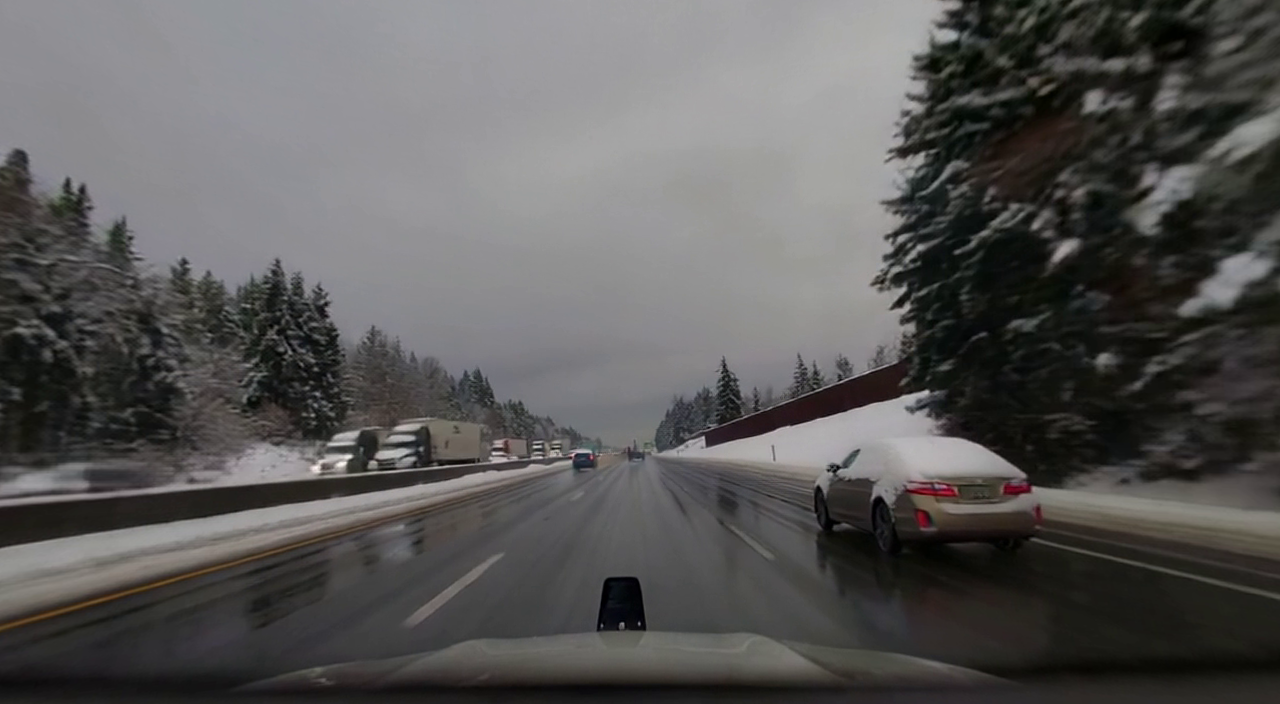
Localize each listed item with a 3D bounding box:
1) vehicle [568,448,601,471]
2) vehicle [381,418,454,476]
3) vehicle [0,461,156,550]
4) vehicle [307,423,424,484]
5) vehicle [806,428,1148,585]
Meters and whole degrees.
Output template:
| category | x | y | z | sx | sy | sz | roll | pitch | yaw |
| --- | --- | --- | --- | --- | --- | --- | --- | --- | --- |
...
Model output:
| category | x | y | z | sx | sy | sz | roll | pitch | yaw |
| --- | --- | --- | --- | --- | --- | --- | --- | --- | --- |
| vehicle | -3.811 | 7.447 | 43.794 | 1.978 | 1.539 | 3.924 | 0 | -9 | 0 |
| vehicle | -16.042 | 6.930 | 45.962 | 2.995 | 3.939 | 6.212 | 0 | -9 | -1 |
| vehicle | -12.563 | 3.092 | 13.209 | 1.783 | 1.511 | 3.874 | 0 | -9 | -1 |
| vehicle | -20.097 | 7.659 | 47.557 | 3.192 | 3.940 | 12.557 | 0 | -9 | 0 |
| vehicle | 3.879 | 1.851 | 8.402 | 2.053 | 1.504 | 4.386 | 0 | -9 | -1 |
